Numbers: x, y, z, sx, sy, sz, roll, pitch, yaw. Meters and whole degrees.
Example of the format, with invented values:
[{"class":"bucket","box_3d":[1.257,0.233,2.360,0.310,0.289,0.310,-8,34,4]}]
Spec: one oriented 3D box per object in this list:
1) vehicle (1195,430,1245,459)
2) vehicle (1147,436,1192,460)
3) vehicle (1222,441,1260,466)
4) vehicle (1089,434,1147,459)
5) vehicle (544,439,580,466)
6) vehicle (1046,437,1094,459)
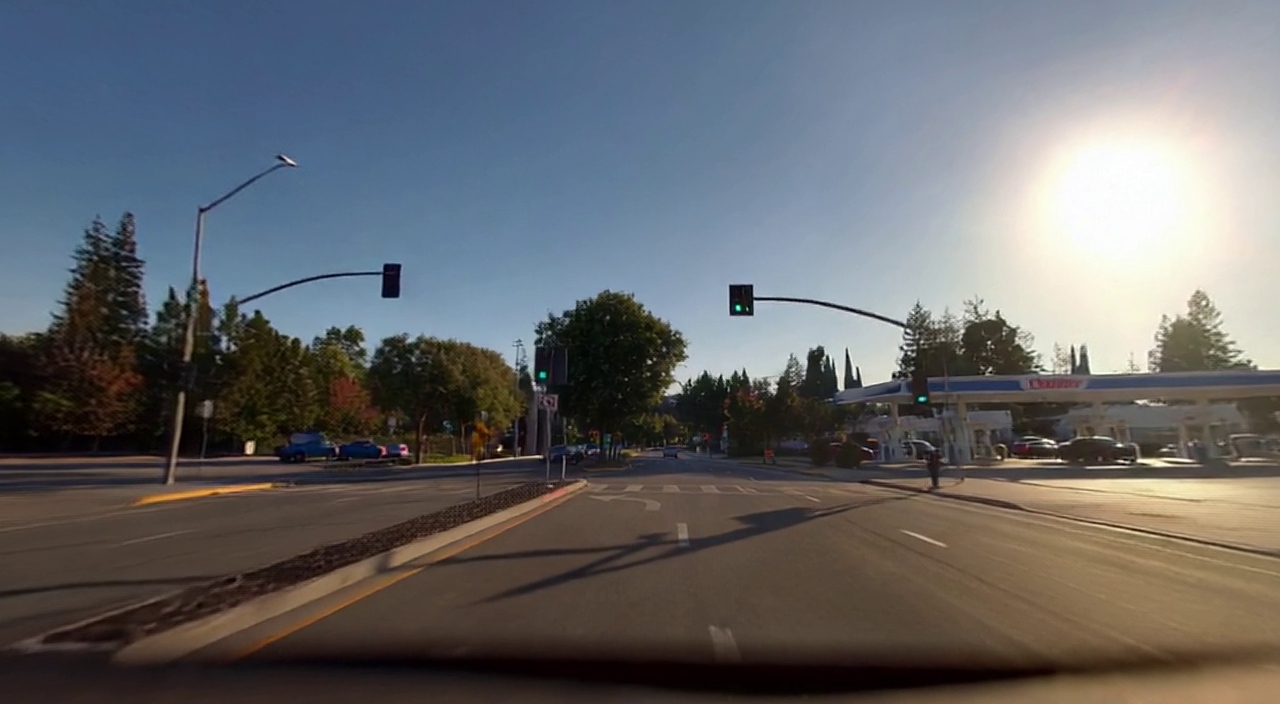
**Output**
[{"class":"vehicle","box_3d":[36.161,5.787,39.346,3.928,1.684,1.912,8,-12,-44]},{"class":"vehicle","box_3d":[34.050,6.172,40.572,1.771,1.422,3.931,-9,-12,44]},{"class":"vehicle","box_3d":[45.950,7.744,48.363,1.794,1.560,4.452,-3,-6,40]},{"class":"vehicle","box_3d":[32.237,6.380,42.564,4.355,1.561,2.103,7,-11,-40]},{"class":"vehicle","box_3d":[-5.404,7.048,44.363,1.987,1.747,4.545,0,-9,0]},{"class":"vehicle","box_3d":[30.427,6.796,44.663,4.406,1.480,1.815,8,-12,-44]}]
